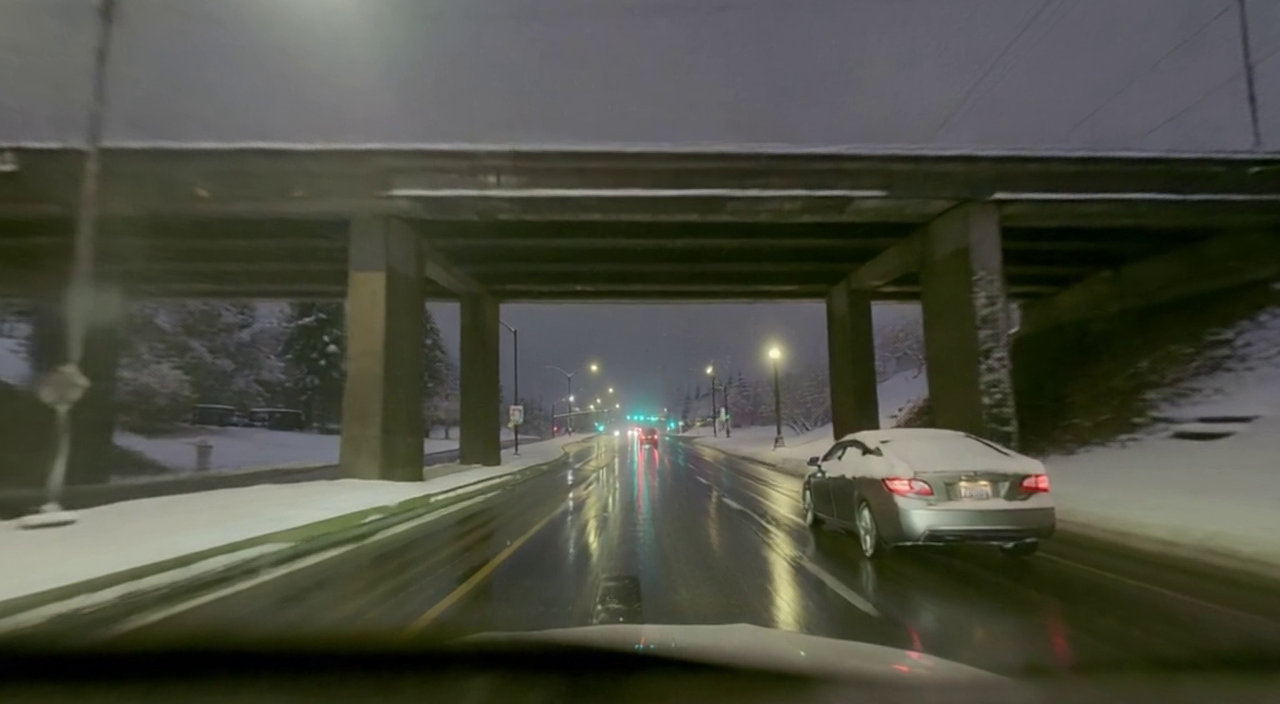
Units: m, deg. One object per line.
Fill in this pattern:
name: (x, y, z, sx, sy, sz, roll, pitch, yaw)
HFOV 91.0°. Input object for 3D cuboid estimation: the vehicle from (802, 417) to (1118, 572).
vehicle: (3.813, 1.786, 8.648, 2.063, 1.542, 4.420, -1, -9, 1)
